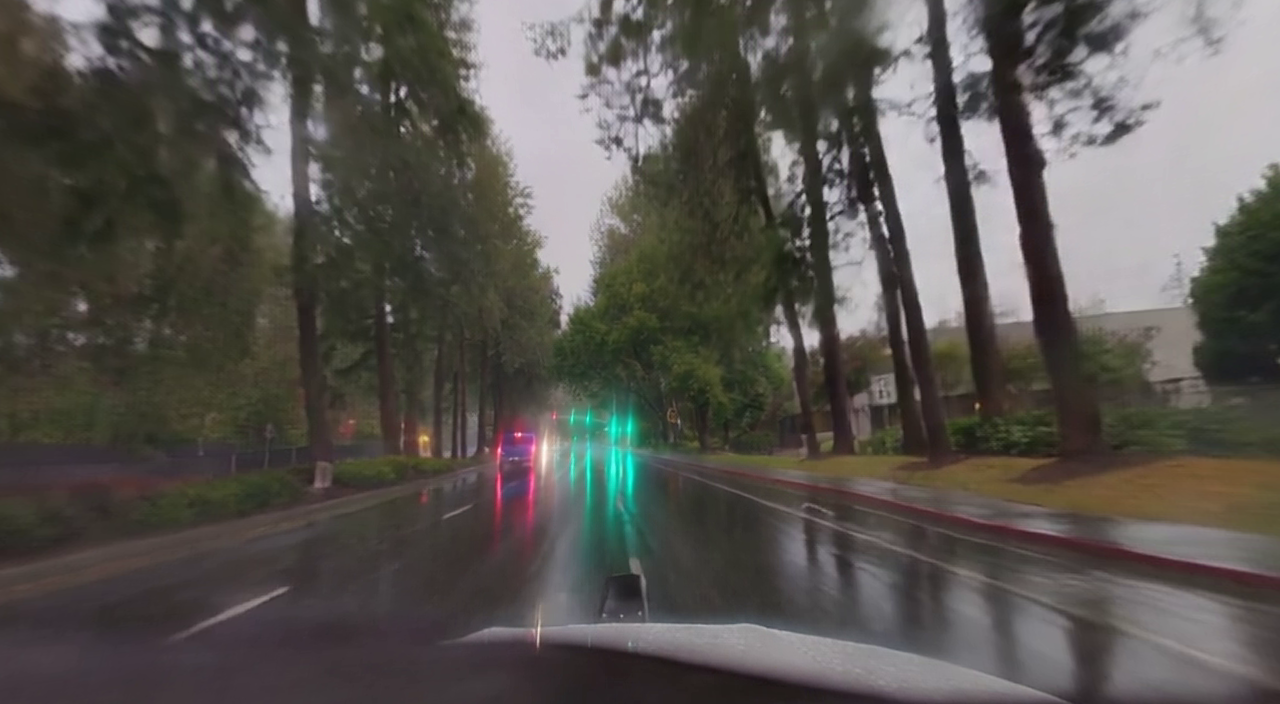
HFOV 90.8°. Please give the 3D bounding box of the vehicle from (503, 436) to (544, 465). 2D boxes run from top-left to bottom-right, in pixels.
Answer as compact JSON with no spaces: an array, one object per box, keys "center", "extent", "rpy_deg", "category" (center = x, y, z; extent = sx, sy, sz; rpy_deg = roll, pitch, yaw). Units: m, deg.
[{"center":[-8.130,6.969,44.768],"extent":[2.267,1.849,6.402],"rpy_deg":[1,-9,-5],"category":"vehicle"}]
